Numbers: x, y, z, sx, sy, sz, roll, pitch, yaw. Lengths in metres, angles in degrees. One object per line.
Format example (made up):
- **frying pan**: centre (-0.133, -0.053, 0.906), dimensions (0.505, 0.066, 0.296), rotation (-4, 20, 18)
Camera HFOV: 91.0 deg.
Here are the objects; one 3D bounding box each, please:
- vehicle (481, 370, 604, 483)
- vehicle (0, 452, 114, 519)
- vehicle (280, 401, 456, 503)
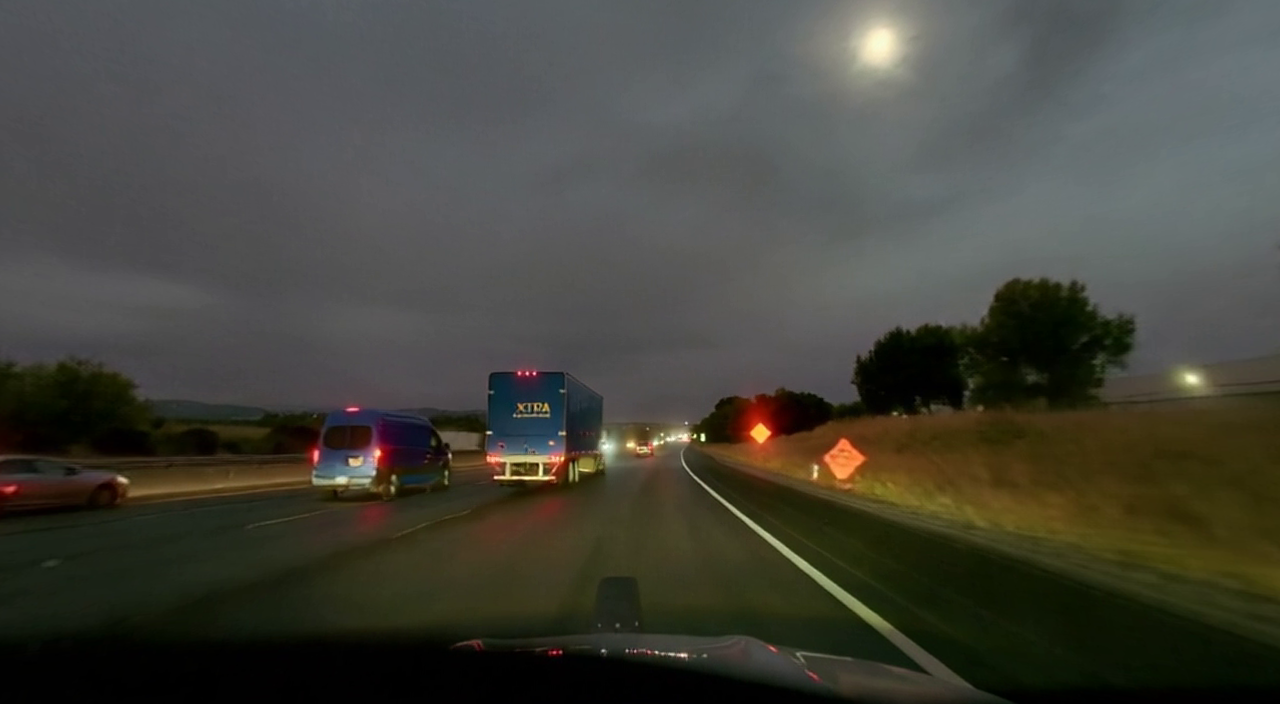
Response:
- **vehicle**: centre (-3.778, 3.360, 27.461), dimensions (3.183, 4.011, 9.617), rotation (0, -8, 4)
- **vehicle**: centre (-15.501, 3.142, 14.921), dimensions (1.901, 1.487, 4.622), rotation (0, -8, 3)
- **vehicle**: centre (-7.930, 3.029, 19.346), dimensions (2.469, 2.615, 5.874), rotation (0, -8, 3)
